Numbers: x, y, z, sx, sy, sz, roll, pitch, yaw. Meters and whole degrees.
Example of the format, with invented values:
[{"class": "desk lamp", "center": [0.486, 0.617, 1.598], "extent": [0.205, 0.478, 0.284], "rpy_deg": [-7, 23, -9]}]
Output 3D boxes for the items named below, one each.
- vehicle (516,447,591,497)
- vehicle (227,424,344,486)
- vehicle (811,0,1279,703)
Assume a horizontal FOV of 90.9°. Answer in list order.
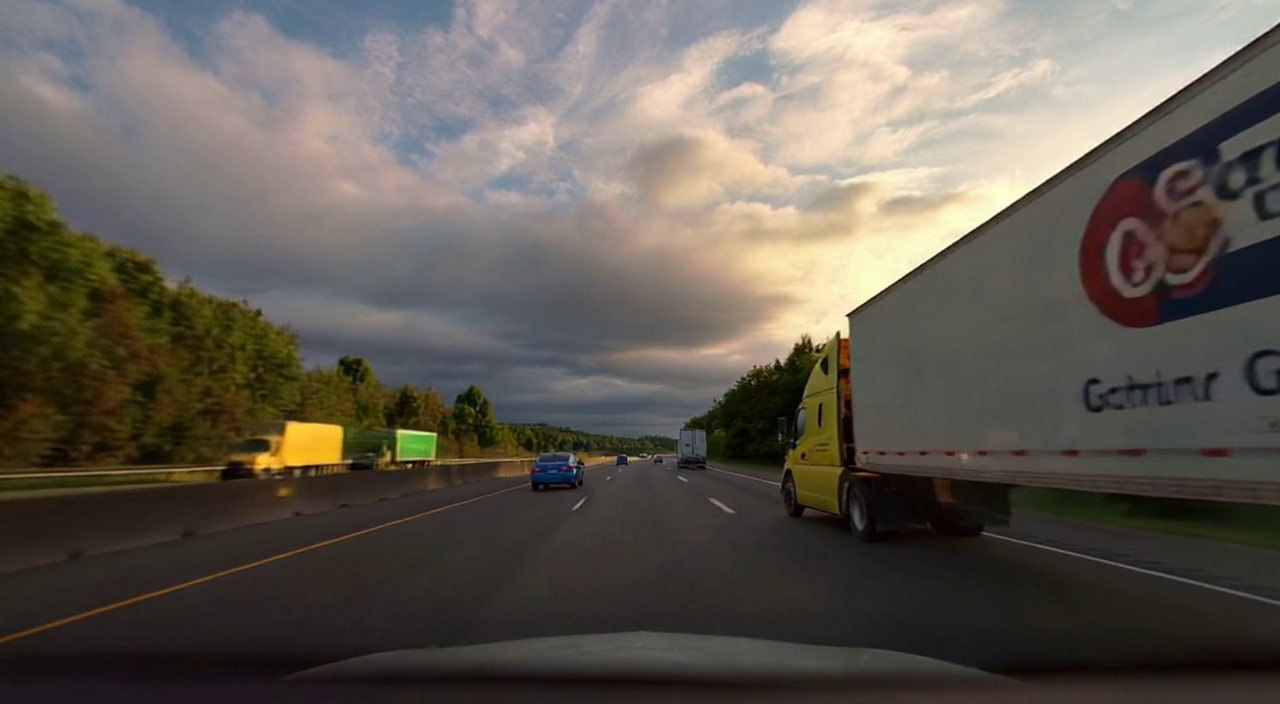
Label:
[{"class": "vehicle", "center": [-2.915, 4.154, 22.231], "extent": [1.960, 1.579, 4.384], "rpy_deg": [0, -9, 1]}, {"class": "vehicle", "center": [-17.979, 5.265, 32.419], "extent": [2.478, 2.841, 5.807], "rpy_deg": [0, -9, 1]}, {"class": "vehicle", "center": [4.580, -0.002, 4.304], "extent": [2.858, 3.952, 13.731], "rpy_deg": [0, -9, -1]}]
